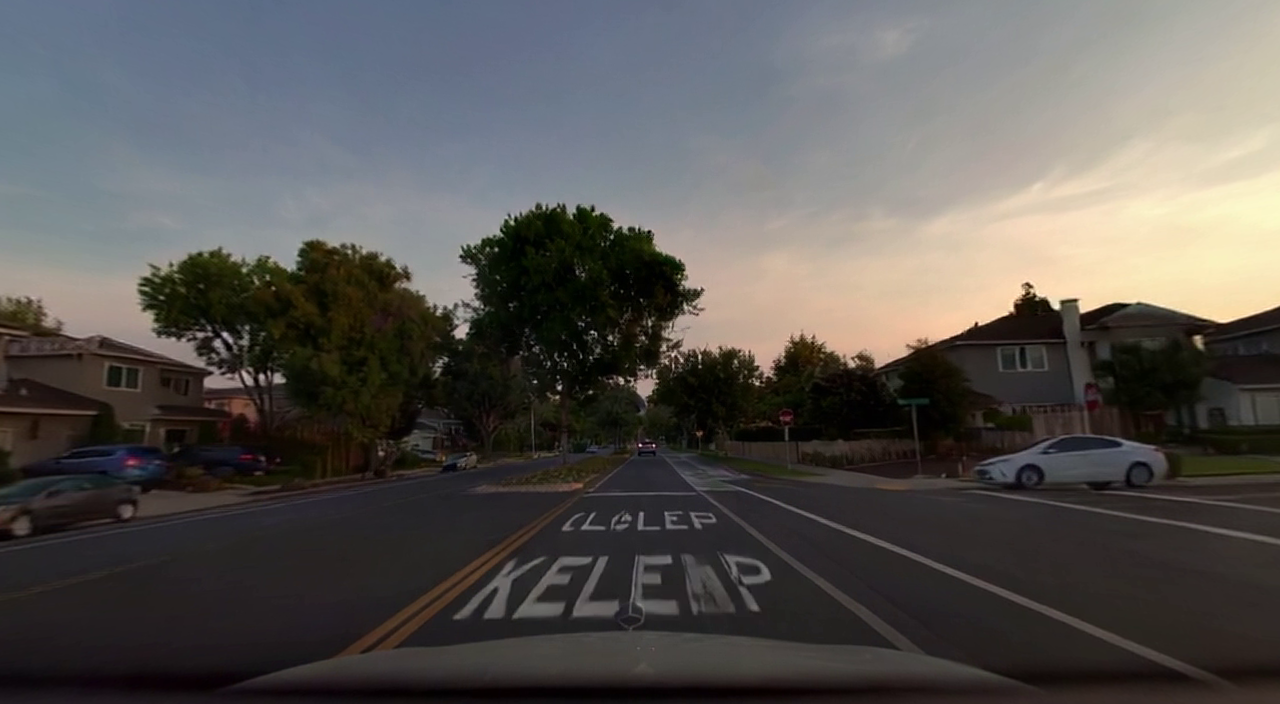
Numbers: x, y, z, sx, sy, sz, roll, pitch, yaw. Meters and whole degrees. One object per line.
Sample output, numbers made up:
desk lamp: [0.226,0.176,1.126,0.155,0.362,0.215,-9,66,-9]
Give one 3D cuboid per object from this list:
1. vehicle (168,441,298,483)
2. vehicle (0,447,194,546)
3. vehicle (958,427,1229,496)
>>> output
vehicle: [-19.163,5.171,29.824,4.630,1.896,2.092,0,-9,0]
vehicle: [-12.595,3.090,14.104,1.965,1.653,4.488,-3,-6,1]
vehicle: [10.793,2.658,15.451,4.818,1.525,2.163,-2,-9,9]
